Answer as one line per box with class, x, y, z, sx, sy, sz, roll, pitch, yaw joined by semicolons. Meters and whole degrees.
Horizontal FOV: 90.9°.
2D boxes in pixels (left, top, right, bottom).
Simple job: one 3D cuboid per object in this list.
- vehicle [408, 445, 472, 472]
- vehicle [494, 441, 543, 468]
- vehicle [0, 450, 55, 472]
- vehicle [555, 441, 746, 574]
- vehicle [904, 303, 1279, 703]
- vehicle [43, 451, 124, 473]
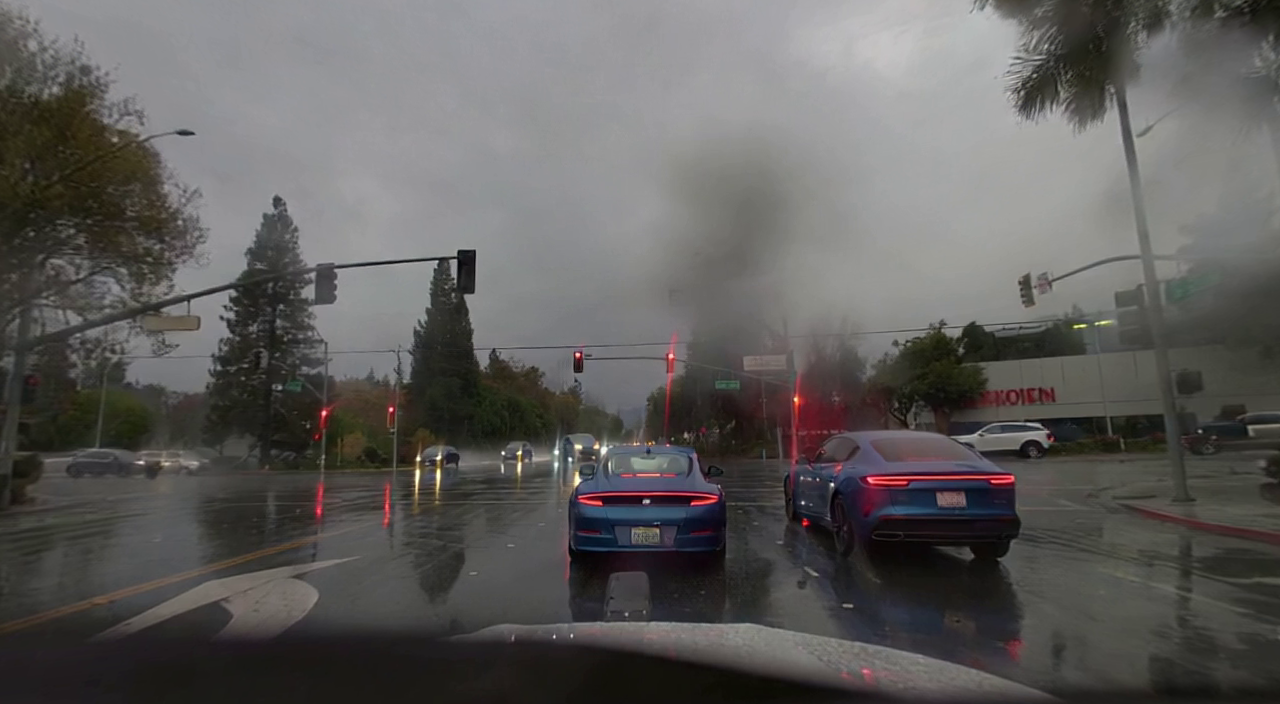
vehicle;-11.574;6.160;36.818;2.053;1.436;4.494;-1;-8;3
vehicle;-7.897;6.672;41.320;2.091;1.651;4.870;-1;-8;2
vehicle;-46.149;7.969;46.173;4.545;1.558;1.833;0;-8;-3
vehicle;0.123;1.875;8.396;1.945;1.343;3.827;0;-8;1
vehicle;3.111;0.809;2.528;2.143;1.759;4.531;0;-8;0
vehicle;-41.293;8.159;46.806;4.195;1.533;1.752;0;-8;-3
